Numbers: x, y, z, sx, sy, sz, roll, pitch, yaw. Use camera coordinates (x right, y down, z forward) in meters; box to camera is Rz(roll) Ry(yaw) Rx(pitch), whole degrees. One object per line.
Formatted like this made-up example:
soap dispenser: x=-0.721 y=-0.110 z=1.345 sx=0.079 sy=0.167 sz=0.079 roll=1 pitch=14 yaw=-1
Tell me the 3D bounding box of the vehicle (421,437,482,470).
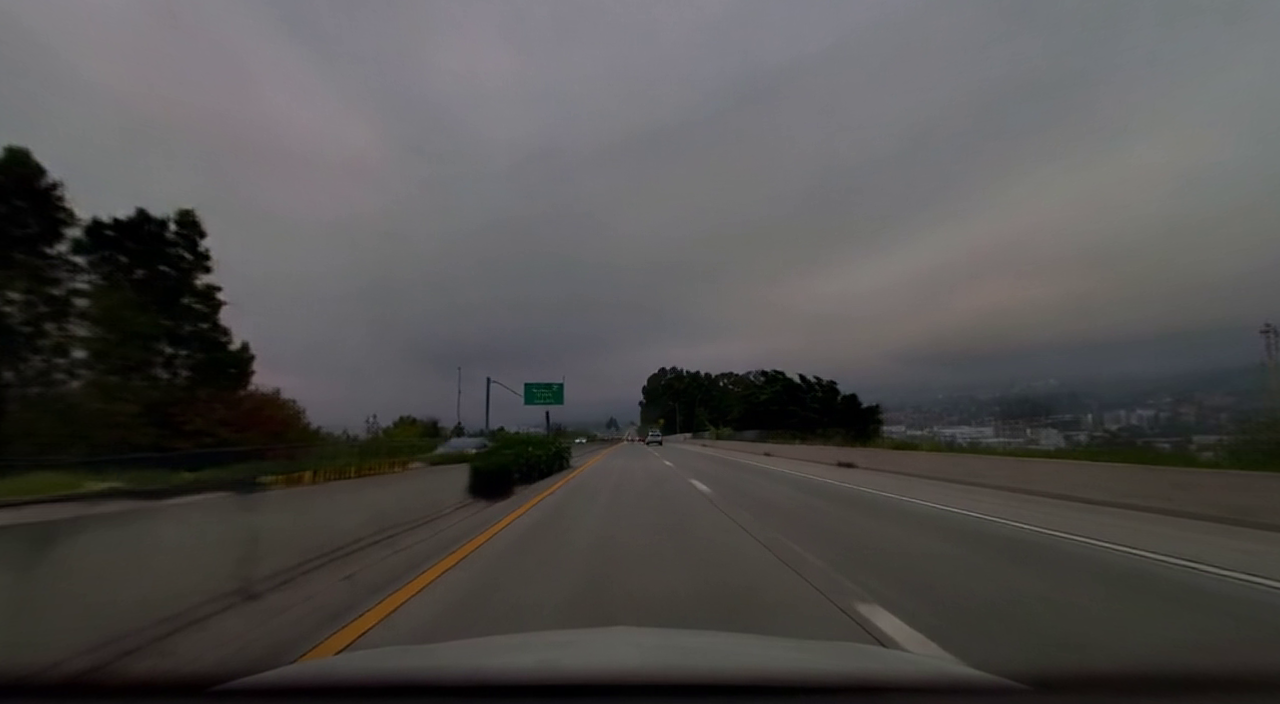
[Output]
vehicle: x=-9.321 y=5.008 z=31.423 sx=1.866 sy=1.485 sz=3.928 roll=0 pitch=-8 yaw=-1
